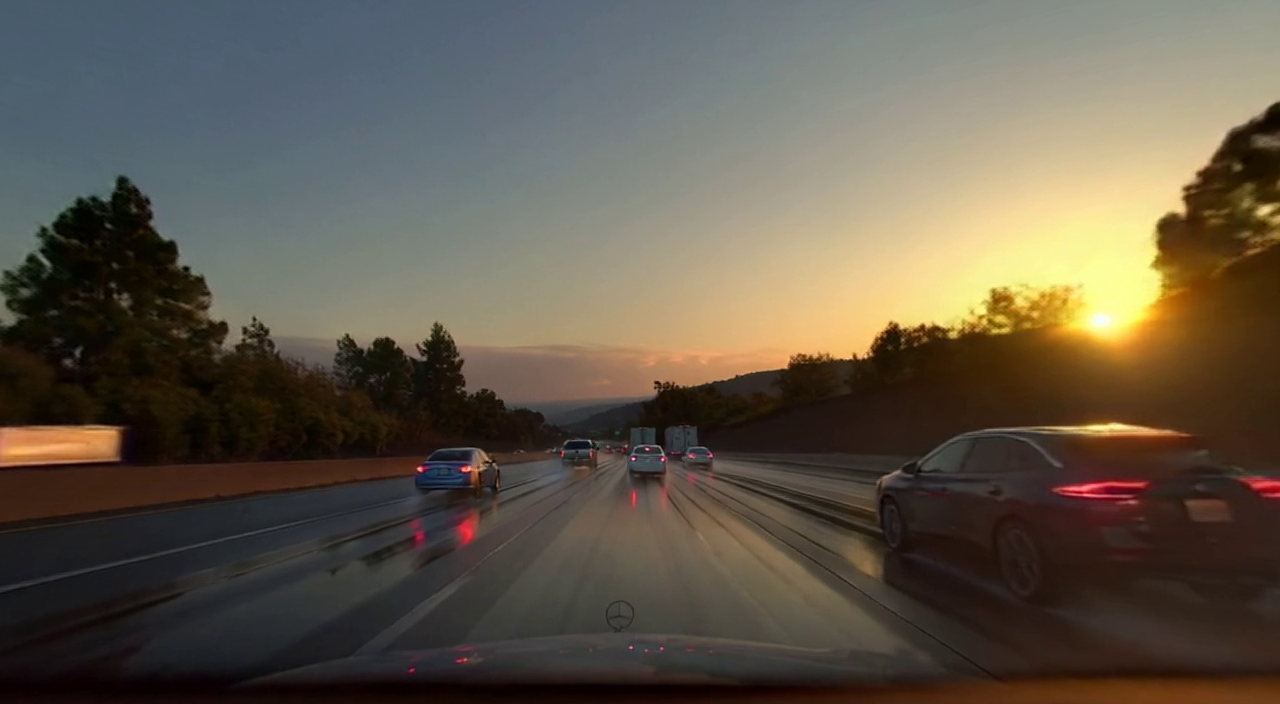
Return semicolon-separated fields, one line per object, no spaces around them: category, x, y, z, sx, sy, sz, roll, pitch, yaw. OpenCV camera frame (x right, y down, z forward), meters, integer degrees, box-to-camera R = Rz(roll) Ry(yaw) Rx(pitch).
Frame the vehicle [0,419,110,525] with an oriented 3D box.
vehicle;-16.446;2.871;14.921;2.408;2.483;5.904;0;-9;0

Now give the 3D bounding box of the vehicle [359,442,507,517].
vehicle;-4.612;2.898;14.776;1.967;1.473;4.439;0;-9;0

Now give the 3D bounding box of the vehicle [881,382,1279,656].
vehicle;4.174;1.325;5.948;2.018;1.639;4.149;0;-9;-1

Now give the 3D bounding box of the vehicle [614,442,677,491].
vehicle;0.158;4.047;22.479;2.015;1.526;4.286;0;-9;0

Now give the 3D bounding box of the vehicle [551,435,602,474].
vehicle;-3.405;5.664;34.682;2.230;1.973;4.403;-1;-9;2

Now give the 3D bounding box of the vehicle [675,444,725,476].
vehicle;2.988;5.502;32.034;1.959;1.503;4.064;0;-9;-3
